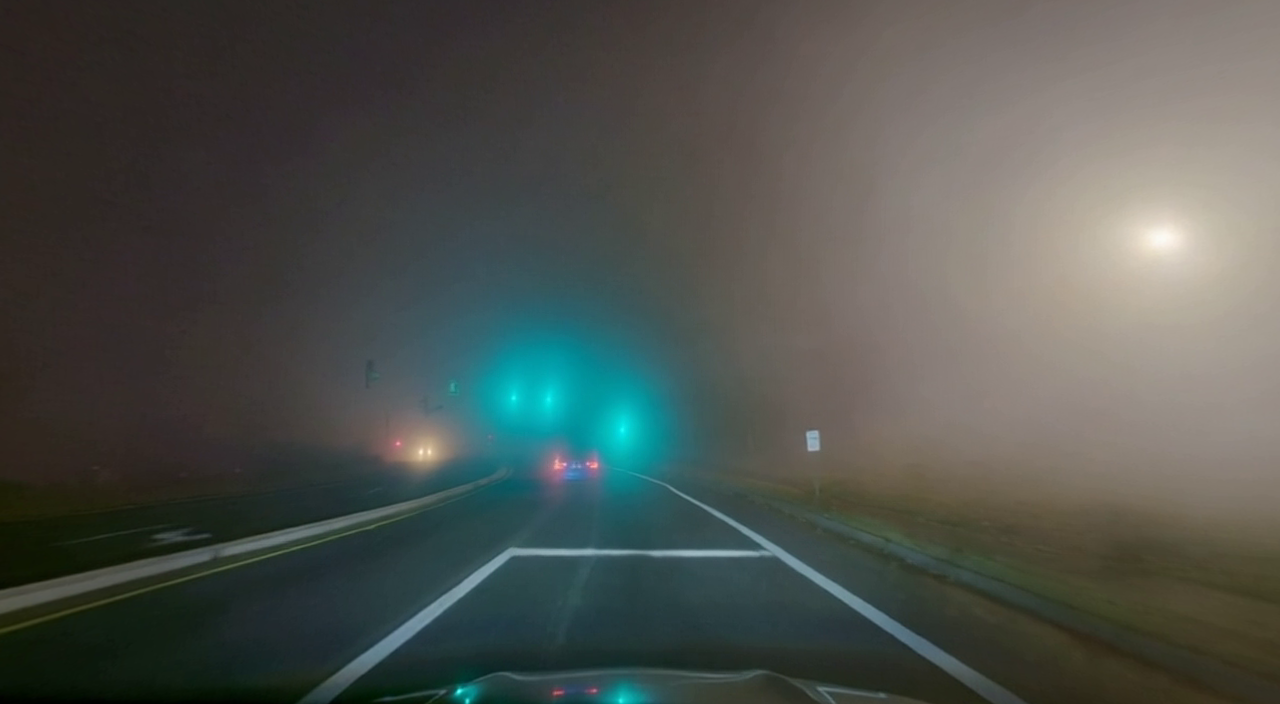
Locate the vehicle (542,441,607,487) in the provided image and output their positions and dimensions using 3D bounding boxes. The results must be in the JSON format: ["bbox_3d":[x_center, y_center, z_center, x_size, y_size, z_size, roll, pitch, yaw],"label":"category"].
[{"bbox_3d":[-2.525,4.084,23.366,2.148,1.521,4.089,1,-8,-9],"label":"vehicle"}]
